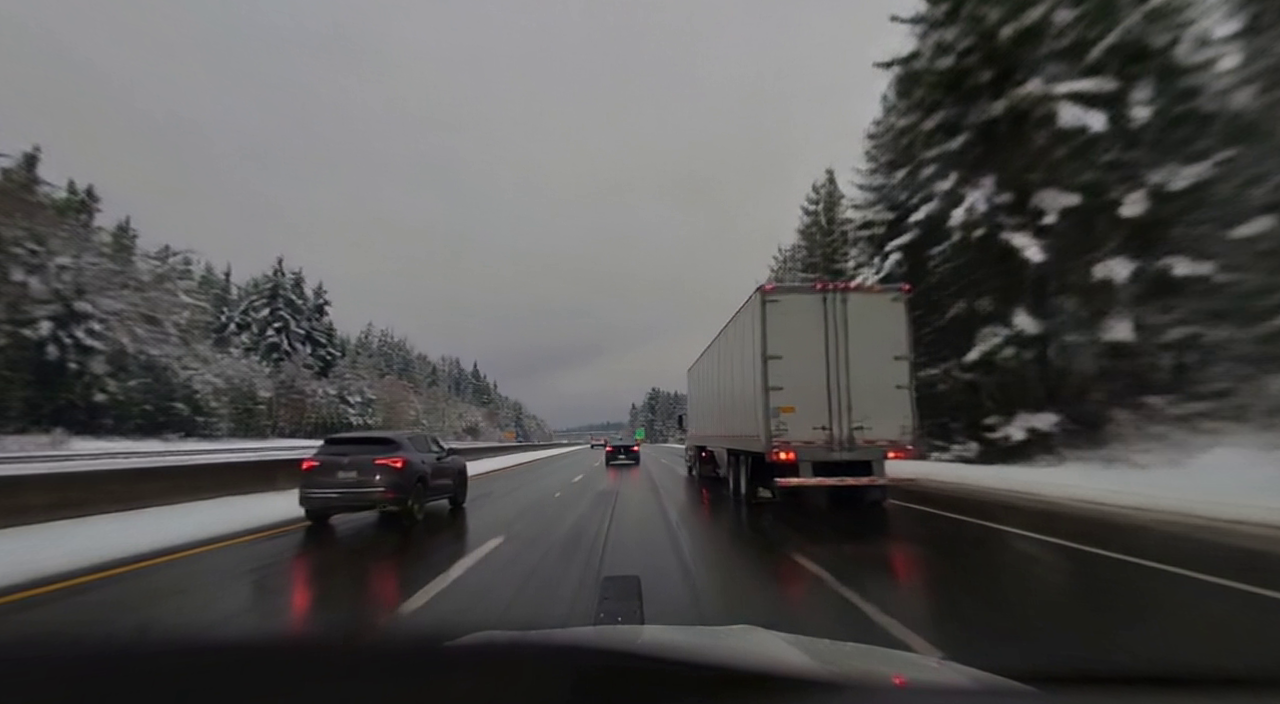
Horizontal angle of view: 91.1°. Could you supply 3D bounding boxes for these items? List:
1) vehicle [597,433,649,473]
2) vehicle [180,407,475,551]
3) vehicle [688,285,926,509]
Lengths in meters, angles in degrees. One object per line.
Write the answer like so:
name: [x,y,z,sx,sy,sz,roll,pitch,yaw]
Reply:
vehicle: [-0.704,4.297,27.072,2.048,1.563,4.087,0,-8,-1]
vehicle: [-4.363,1.846,9.908,2.264,1.699,4.648,0,-8,0]
vehicle: [3.583,1.795,18.803,2.946,4.111,14.652,0,-8,-1]
